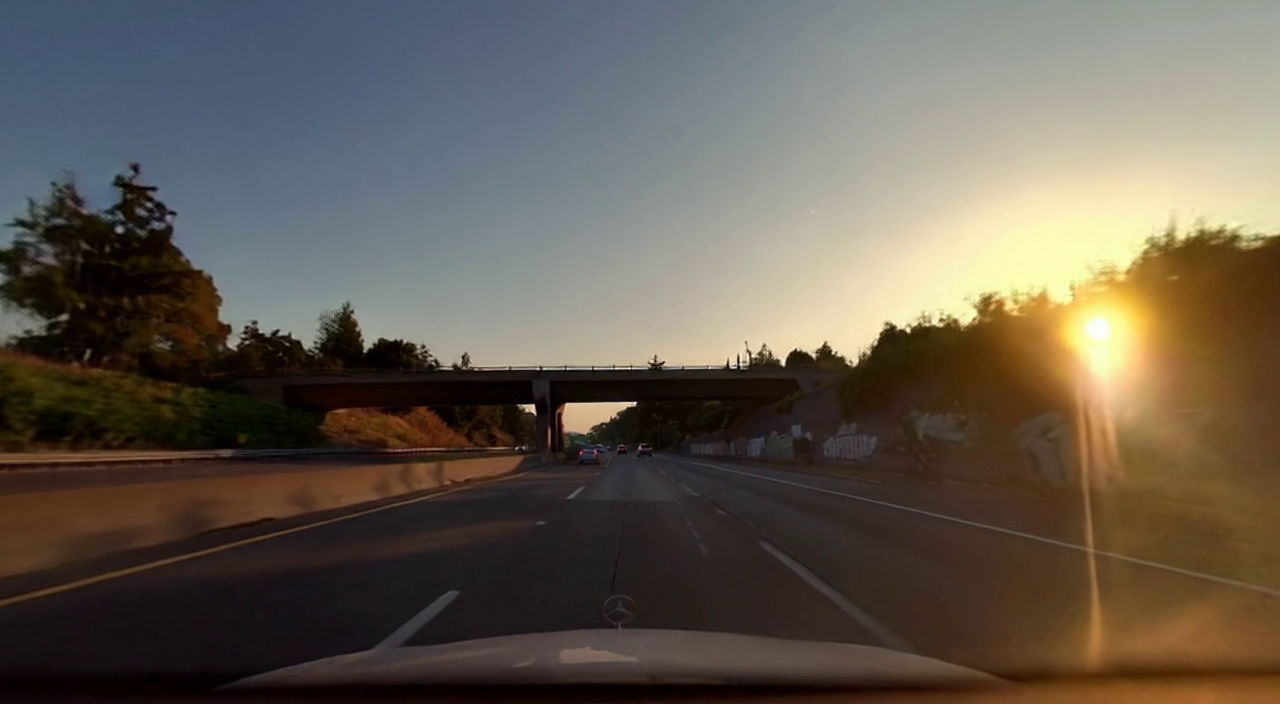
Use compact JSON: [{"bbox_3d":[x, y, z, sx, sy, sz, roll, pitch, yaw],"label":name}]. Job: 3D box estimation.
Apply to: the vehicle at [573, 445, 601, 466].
[{"bbox_3d":[-3.960,7.838,47.648,1.871,1.459,3.771,0,-9,-1],"label":"vehicle"}]
